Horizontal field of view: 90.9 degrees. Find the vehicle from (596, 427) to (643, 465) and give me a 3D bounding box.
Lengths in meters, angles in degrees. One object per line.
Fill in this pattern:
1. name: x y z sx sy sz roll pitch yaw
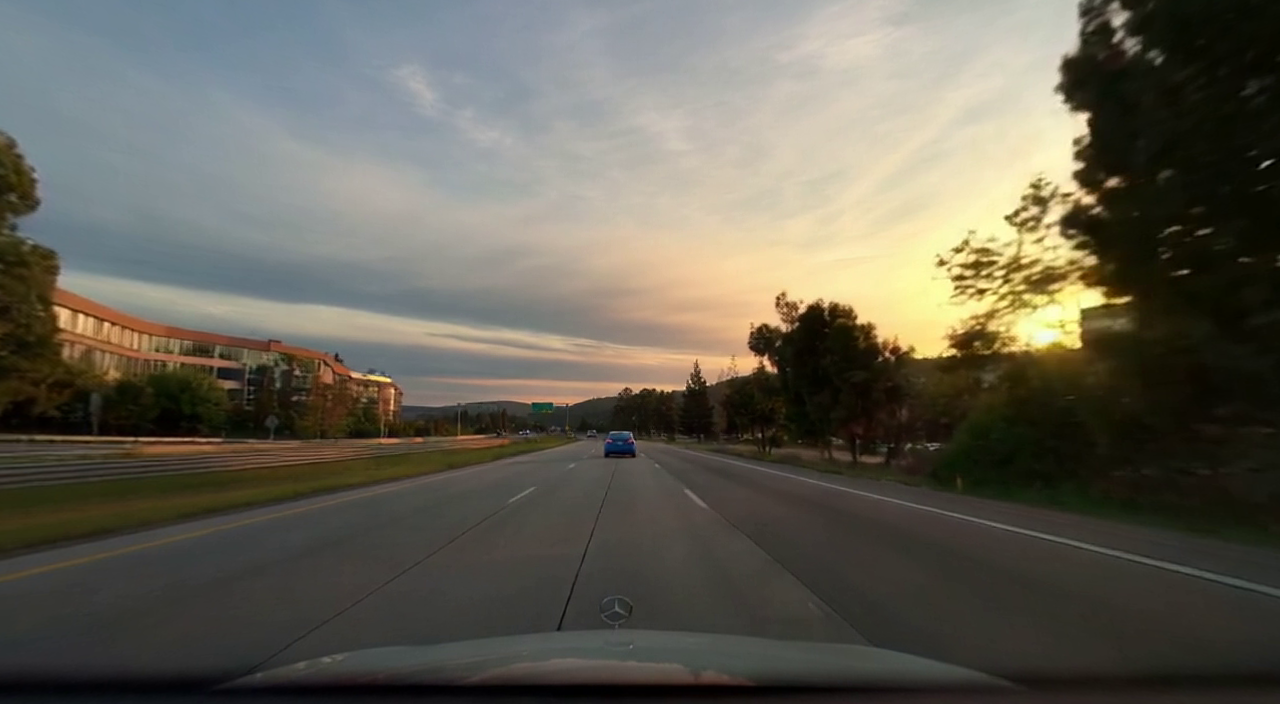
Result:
1. vehicle: -0.983 4.317 29.101 2.020 1.633 3.942 0 -8 -3
